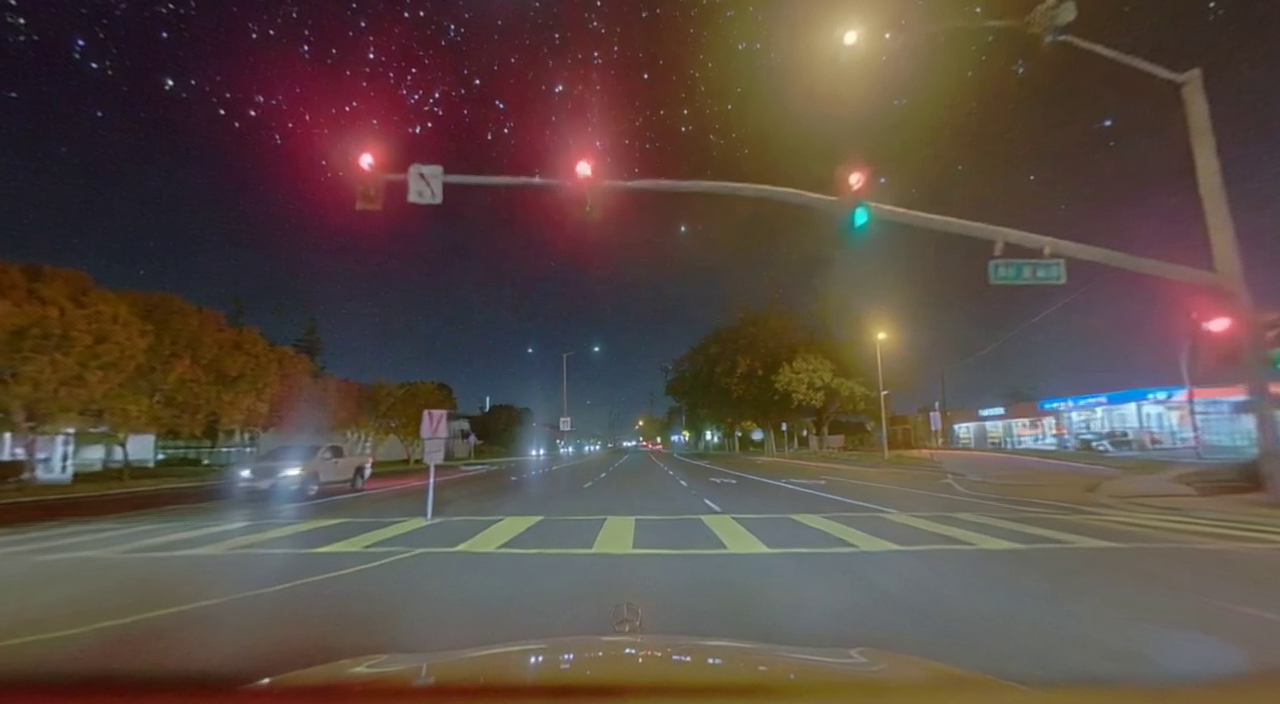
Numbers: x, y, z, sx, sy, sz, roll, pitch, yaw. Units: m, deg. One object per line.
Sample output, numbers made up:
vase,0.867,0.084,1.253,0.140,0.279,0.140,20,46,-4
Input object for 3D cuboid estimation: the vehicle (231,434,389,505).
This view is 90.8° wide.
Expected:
vehicle,-8.450,3.048,16.706,1.913,1.478,4.312,-4,-9,-1
